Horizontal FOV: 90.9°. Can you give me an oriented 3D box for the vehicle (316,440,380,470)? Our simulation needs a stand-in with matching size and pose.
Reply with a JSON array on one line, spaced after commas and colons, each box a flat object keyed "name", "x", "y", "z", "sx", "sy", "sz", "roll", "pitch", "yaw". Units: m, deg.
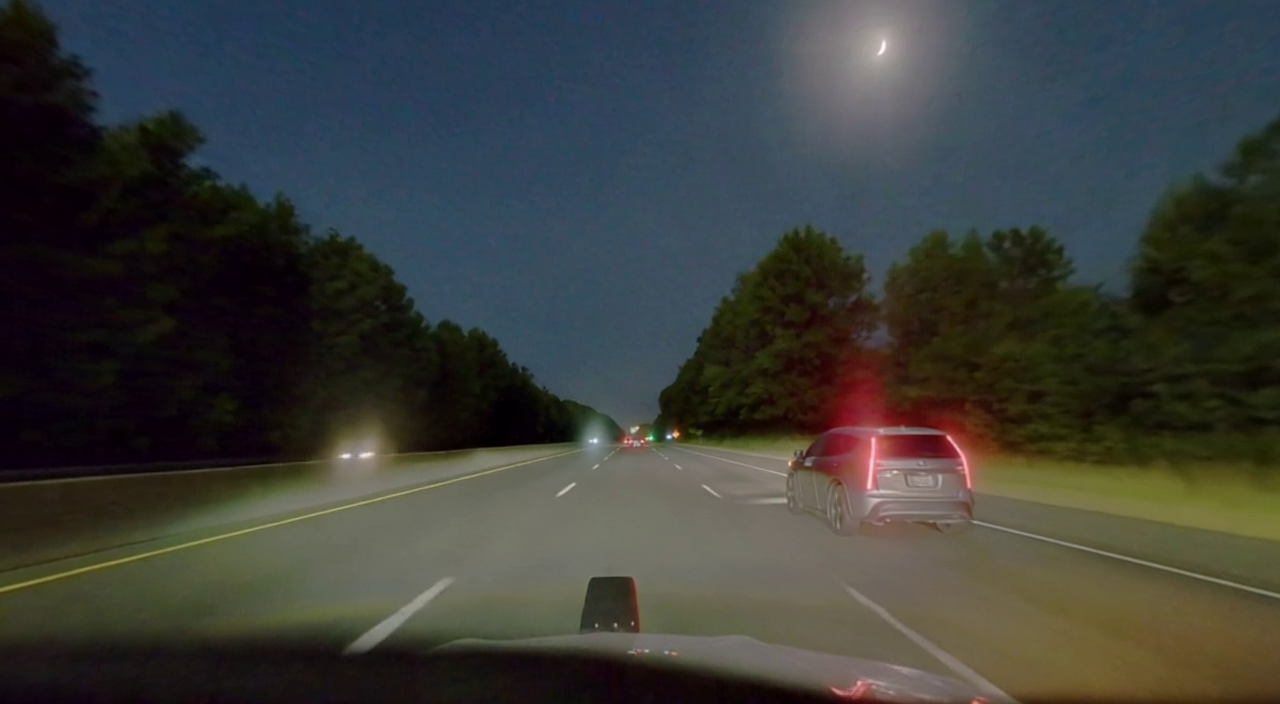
[{"name": "vehicle", "x": -16.045, "y": 5.645, "z": 34.805, "sx": 1.705, "sy": 1.578, "sz": 3.793, "roll": 0, "pitch": -8, "yaw": 0}]
